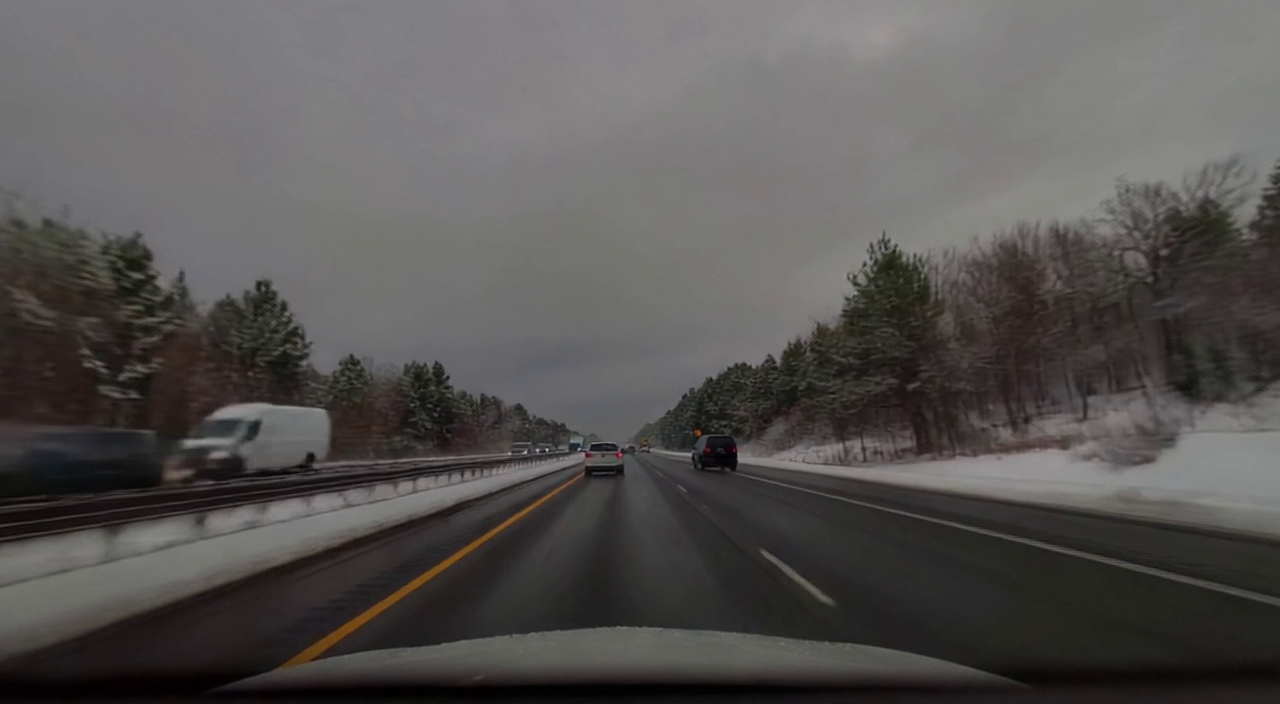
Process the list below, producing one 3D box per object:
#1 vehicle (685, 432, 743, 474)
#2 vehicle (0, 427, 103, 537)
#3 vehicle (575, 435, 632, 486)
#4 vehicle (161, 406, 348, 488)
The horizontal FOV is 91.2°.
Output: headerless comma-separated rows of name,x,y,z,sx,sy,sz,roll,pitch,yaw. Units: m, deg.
vehicle,3.612,5.074,31.529,2.179,1.930,4.538,0,-9,-2
vehicle,-9.976,1.722,8.106,1.932,1.530,4.684,0,-9,-1
vehicle,-1.319,4.085,23.851,1.963,1.711,4.284,0,-9,-1
vehicle,-14.162,3.627,23.907,2.732,2.600,7.051,0,-9,-1
